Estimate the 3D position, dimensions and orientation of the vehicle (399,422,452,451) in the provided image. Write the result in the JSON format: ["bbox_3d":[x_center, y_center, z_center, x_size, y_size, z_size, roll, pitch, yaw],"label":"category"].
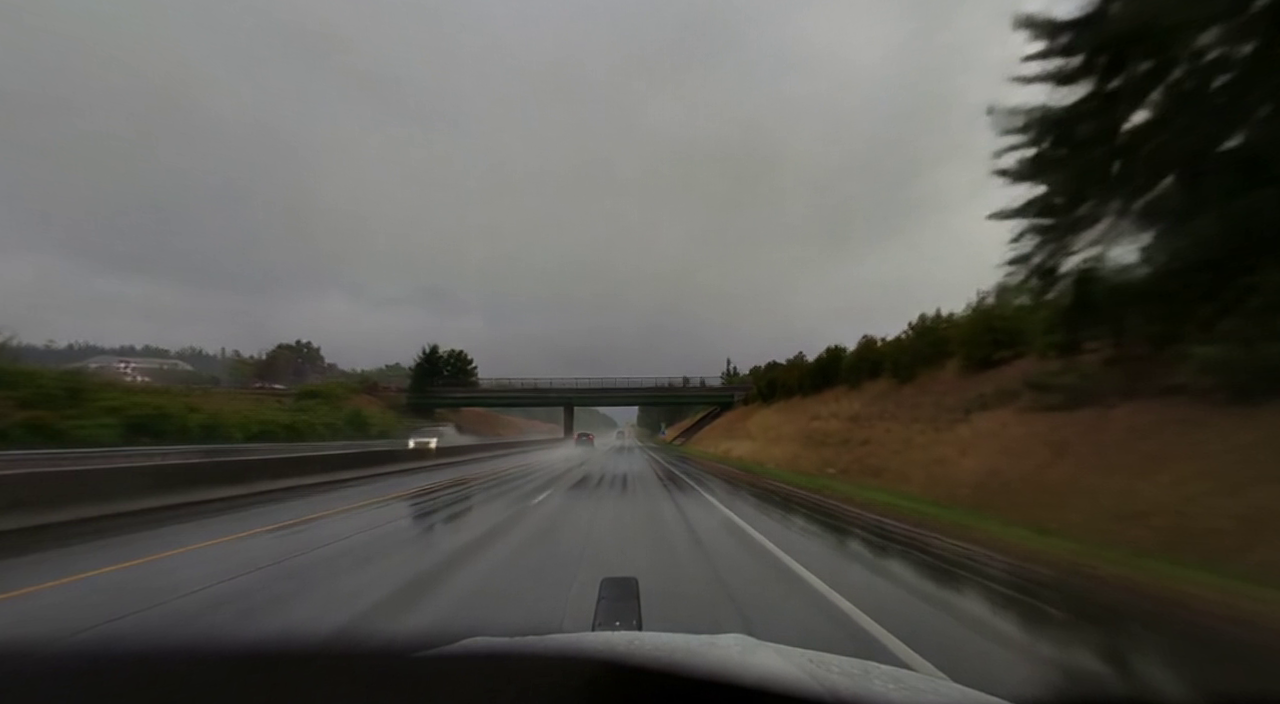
[{"bbox_3d":[-15.204,6.004,44.773,2.108,1.915,4.828,0,-8,0],"label":"vehicle"}]
